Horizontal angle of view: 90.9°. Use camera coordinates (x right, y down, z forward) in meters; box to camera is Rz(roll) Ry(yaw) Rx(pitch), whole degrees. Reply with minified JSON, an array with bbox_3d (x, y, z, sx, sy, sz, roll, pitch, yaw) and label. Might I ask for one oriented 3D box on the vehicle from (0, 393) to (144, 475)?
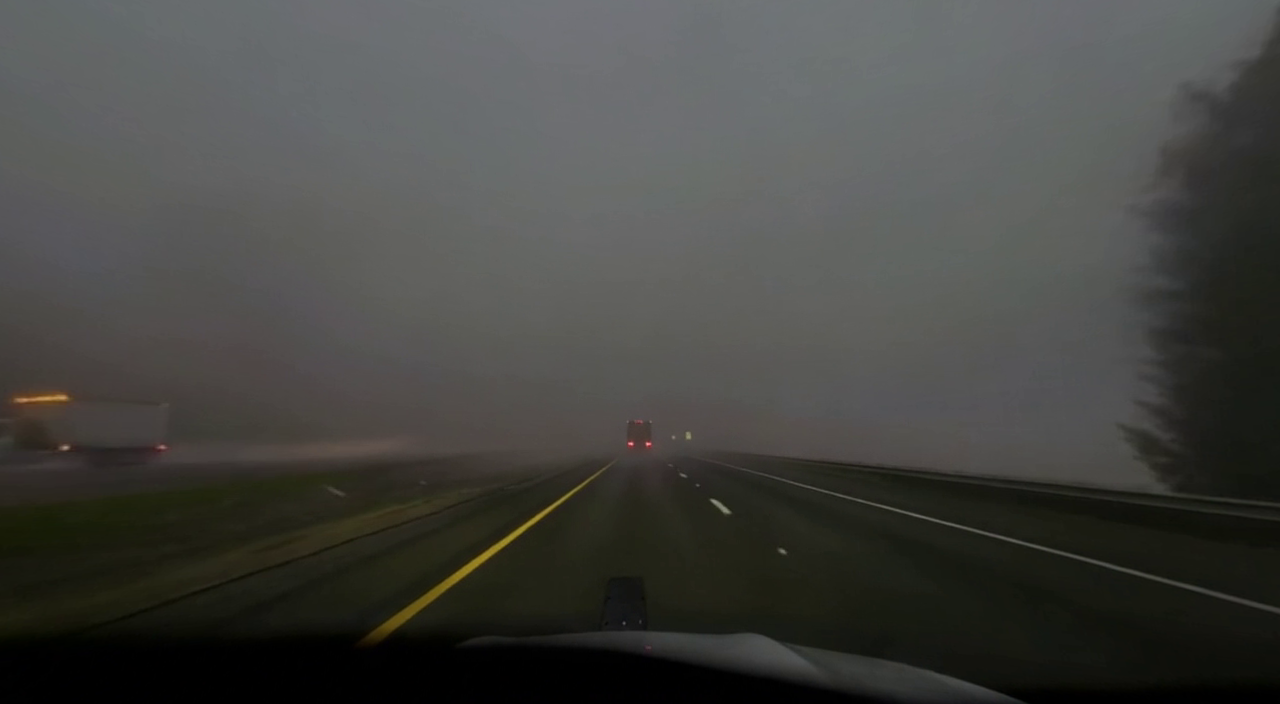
[{"bbox_3d":[-33.223,4.555,34.460,2.980,4.029,11.146,0,-8,1],"label":"vehicle"}]
